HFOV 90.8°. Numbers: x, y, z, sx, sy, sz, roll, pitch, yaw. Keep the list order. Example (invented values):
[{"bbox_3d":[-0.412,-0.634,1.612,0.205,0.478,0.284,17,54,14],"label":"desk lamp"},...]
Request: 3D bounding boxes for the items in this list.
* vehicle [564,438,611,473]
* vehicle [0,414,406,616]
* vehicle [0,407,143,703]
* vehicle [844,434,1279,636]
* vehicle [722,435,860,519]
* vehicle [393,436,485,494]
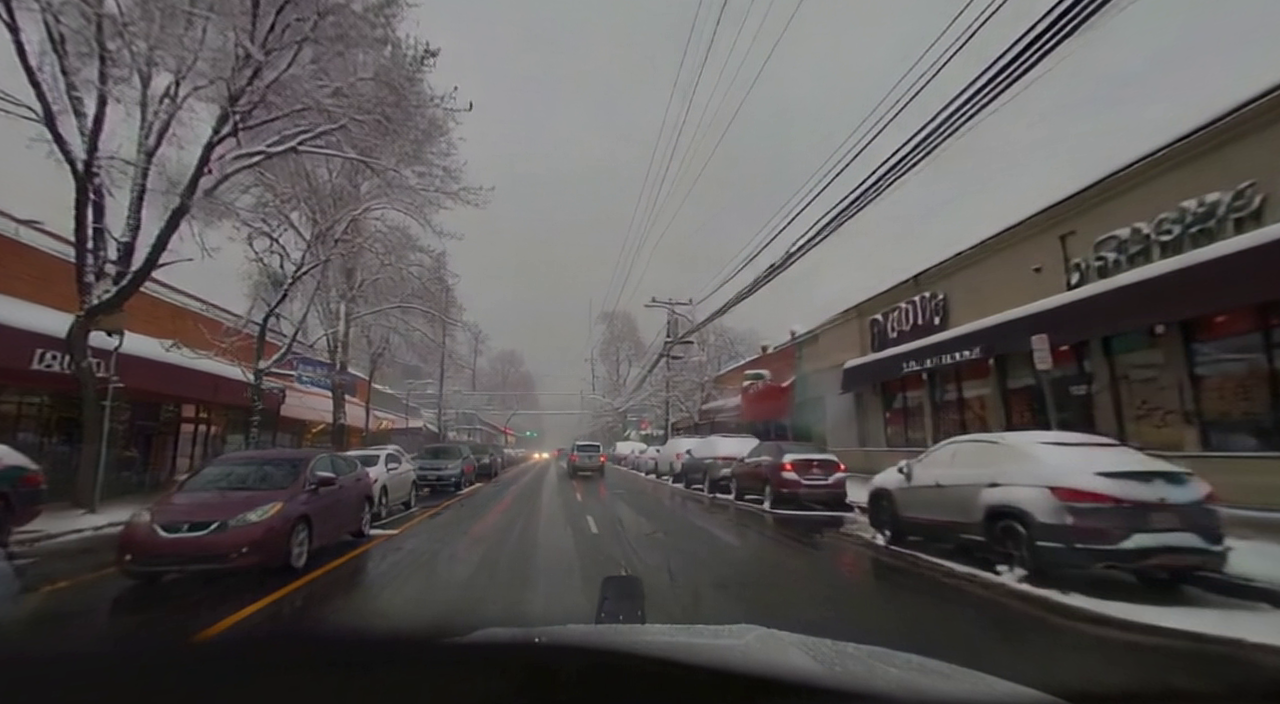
[{"bbox_3d":[-3.155,6.050,37.246,2.440,1.882,4.611,1,-9,-8],"label":"vehicle"},{"bbox_3d":[-4.925,1.852,8.391,2.343,1.788,5.038,1,-9,-8],"label":"vehicle"},{"bbox_3d":[-4.125,0.906,1.796,2.087,1.646,4.563,1,-8,-7],"label":"vehicle"},{"bbox_3d":[4.428,1.794,7.434,2.059,1.550,4.703,1,-8,-6],"label":"vehicle"},{"bbox_3d":[3.428,2.898,15.231,1.882,1.704,4.055,1,-9,-7],"label":"vehicle"},{"bbox_3d":[-7.119,4.027,22.971,2.341,1.825,4.924,1,-8,-8],"label":"vehicle"}]
